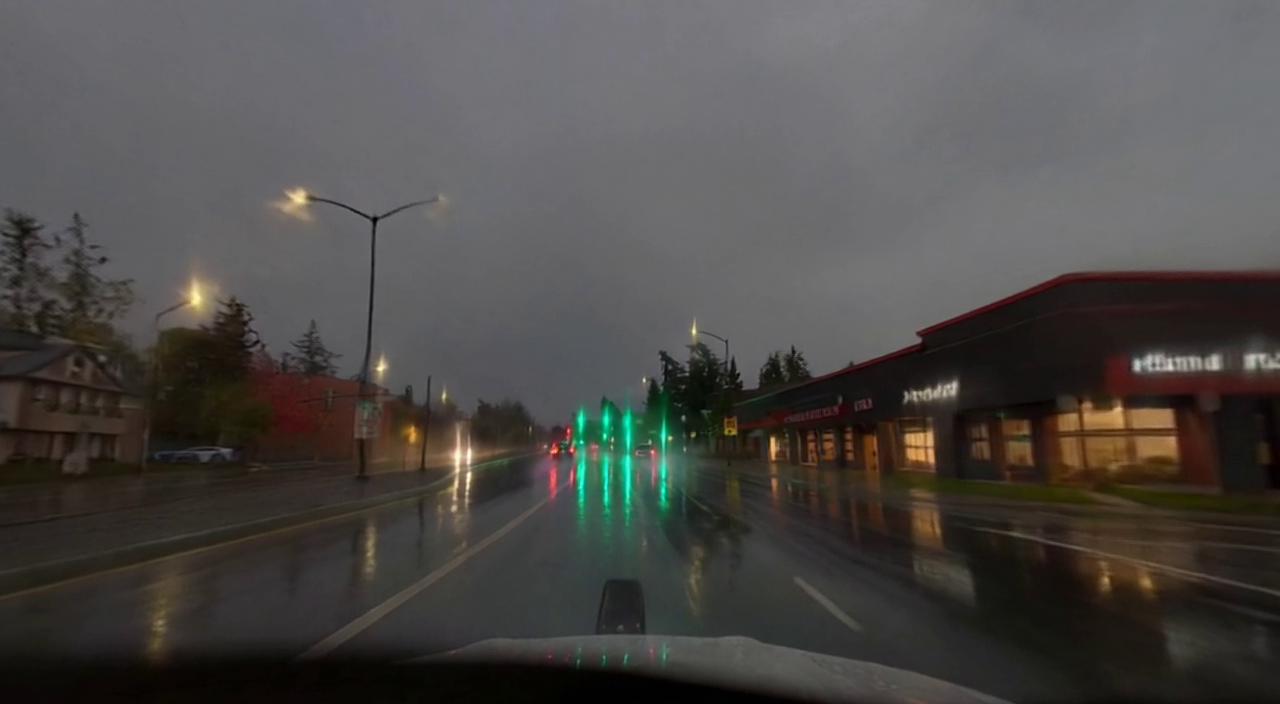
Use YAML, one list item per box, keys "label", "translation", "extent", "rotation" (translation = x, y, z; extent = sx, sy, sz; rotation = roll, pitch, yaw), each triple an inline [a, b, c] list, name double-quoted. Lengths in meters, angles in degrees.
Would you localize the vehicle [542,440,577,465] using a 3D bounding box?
- label: "vehicle"
  translation: [-5.958, 7.521, 47.351]
  extent: [2.381, 1.721, 4.186]
  rotation: [0, -9, -4]
